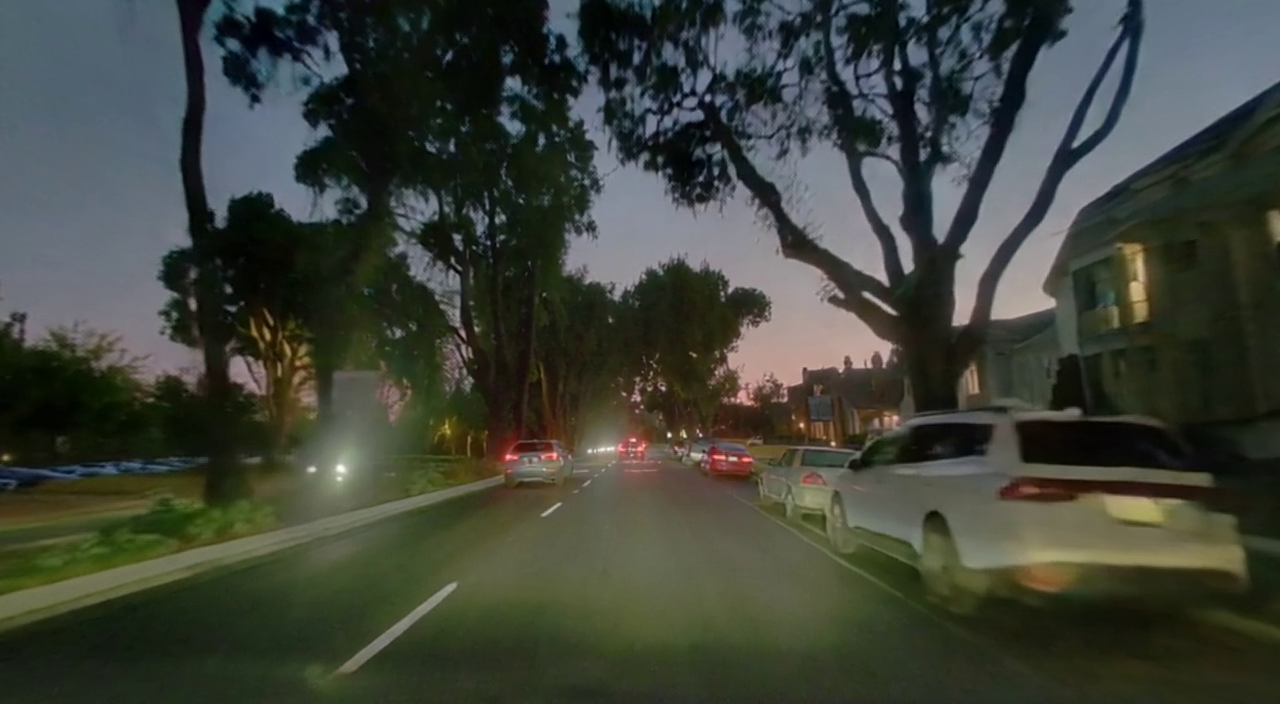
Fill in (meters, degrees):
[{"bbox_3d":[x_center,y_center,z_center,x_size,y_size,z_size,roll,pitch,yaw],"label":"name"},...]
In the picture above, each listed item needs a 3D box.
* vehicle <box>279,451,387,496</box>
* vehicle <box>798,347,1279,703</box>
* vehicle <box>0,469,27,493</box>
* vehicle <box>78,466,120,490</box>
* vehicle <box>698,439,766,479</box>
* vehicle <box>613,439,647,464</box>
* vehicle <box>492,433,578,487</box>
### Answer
[{"bbox_3d":[-11.826,4.674,24.686,2.167,1.497,4.256,0,-8,-2],"label":"vehicle"},{"bbox_3d":[3.227,1.284,5.896,2.090,1.839,5.495,0,-8,0],"label":"vehicle"},{"bbox_3d":[-47.054,9.512,46.658,1.913,1.469,4.399,6,-10,-37],"label":"vehicle"},{"bbox_3d":[-39.837,9.274,46.637,2.034,1.481,4.931,6,-10,-38],"label":"vehicle"},{"bbox_3d":[3.641,4.329,25.912,2.019,1.495,4.755,0,-8,-1],"label":"vehicle"},{"bbox_3d":[-0.618,6.559,41.885,2.142,1.548,4.273,0,-8,0],"label":"vehicle"},{"bbox_3d":[-3.520,3.725,22.163,2.129,1.668,4.722,0,-8,1],"label":"vehicle"}]
